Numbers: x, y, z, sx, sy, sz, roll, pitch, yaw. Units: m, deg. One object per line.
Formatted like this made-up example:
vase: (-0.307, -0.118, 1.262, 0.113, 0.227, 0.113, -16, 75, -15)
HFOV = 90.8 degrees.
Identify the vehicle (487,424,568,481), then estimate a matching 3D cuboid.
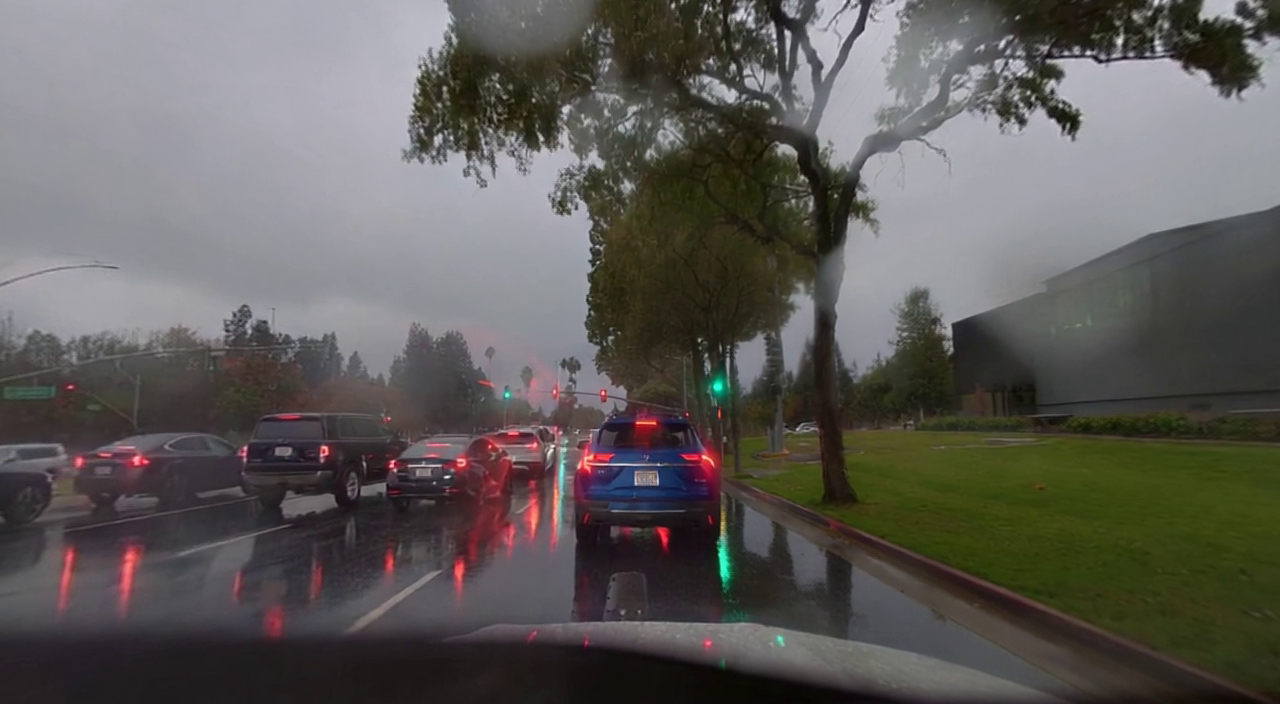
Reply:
vehicle: (-3.918, 3.611, 22.780, 2.043, 1.813, 4.549, 0, -9, 0)

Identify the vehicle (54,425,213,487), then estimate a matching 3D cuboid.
vehicle: (-17.674, 3.655, 22.395, 2.136, 1.976, 4.342, 0, -9, -3)

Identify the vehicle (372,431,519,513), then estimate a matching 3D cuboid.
vehicle: (-4.080, 2.587, 14.083, 1.942, 1.523, 4.212, 0, -9, 0)

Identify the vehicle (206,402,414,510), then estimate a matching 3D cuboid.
vehicle: (-7.387, 2.429, 15.013, 2.195, 2.093, 5.185, 0, -9, -1)

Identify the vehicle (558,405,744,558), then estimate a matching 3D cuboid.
vehicle: (0.101, 1.760, 9.206, 2.055, 1.681, 4.270, 0, -9, -1)
